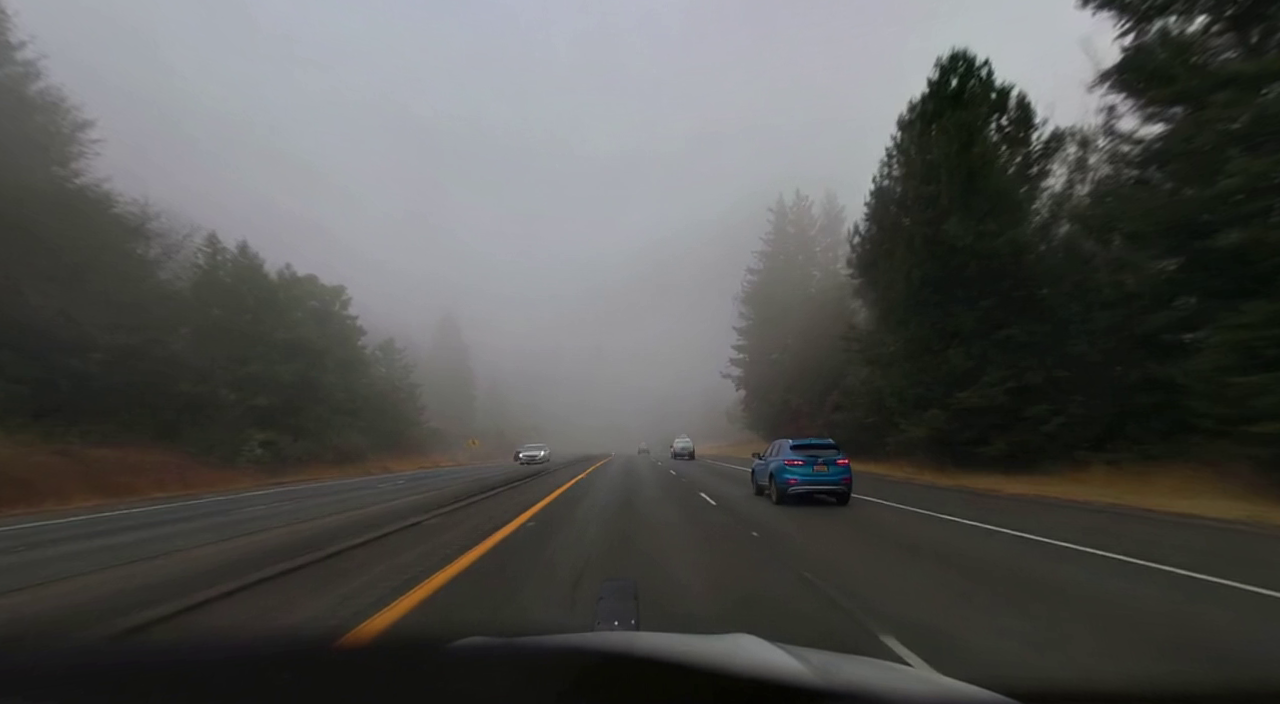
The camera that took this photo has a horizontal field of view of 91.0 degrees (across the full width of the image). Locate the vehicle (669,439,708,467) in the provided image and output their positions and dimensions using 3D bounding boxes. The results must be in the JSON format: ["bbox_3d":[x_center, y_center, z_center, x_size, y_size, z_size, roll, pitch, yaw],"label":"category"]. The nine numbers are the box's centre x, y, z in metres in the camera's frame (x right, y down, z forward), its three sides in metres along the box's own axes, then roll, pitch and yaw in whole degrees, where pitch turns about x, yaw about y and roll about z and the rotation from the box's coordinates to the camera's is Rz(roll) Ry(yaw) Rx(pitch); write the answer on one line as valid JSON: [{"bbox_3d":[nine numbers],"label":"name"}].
[{"bbox_3d":[3.119,6.578,41.226,2.043,1.673,4.016,0,-8,-2],"label":"vehicle"}]

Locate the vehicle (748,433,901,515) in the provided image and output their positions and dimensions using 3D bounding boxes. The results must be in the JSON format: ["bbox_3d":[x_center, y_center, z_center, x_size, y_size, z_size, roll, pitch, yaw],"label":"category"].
[{"bbox_3d":[3.831,2.592,13.965,1.999,1.501,4.221,0,-8,-2],"label":"vehicle"}]

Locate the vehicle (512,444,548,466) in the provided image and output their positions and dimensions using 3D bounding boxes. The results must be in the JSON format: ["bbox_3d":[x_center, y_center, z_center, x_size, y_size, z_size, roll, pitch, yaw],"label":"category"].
[{"bbox_3d":[-8.004,7.513,46.167,1.925,1.512,4.387,0,-8,0],"label":"vehicle"}]
